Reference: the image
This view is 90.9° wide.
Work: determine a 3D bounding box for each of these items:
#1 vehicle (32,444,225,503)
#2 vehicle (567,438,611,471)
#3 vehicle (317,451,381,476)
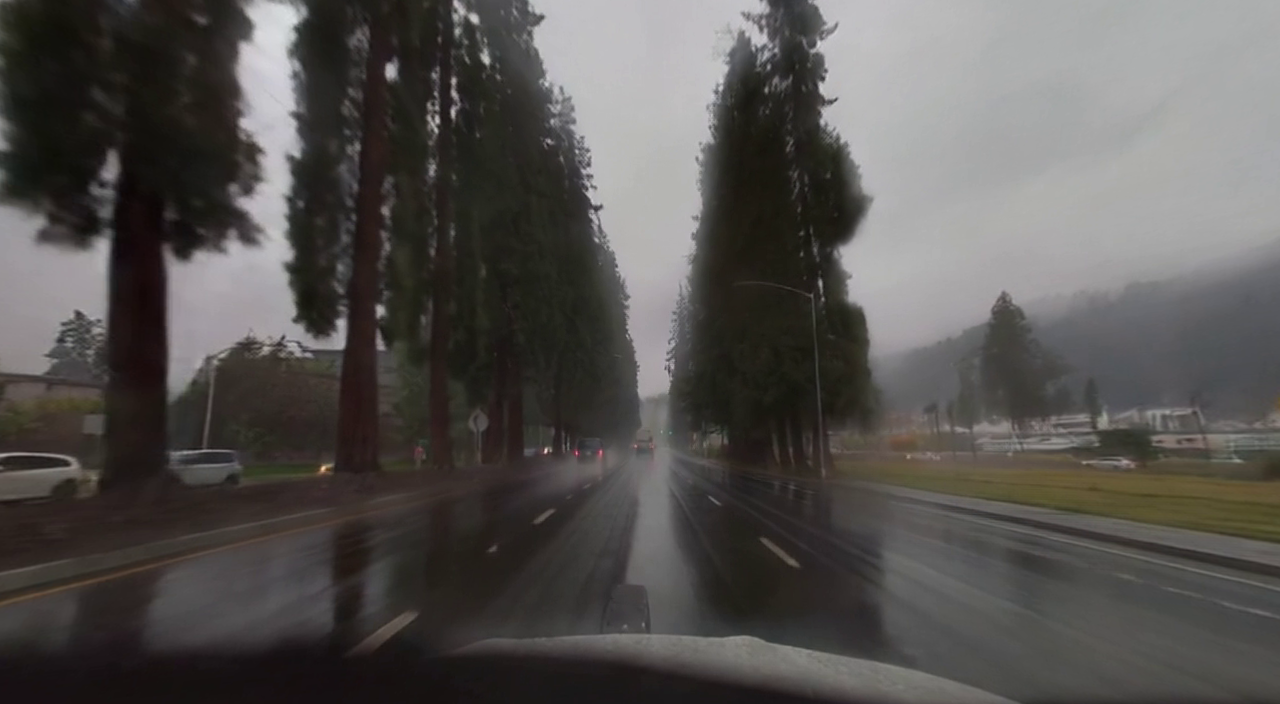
[{"bbox_3d":[-16.785,3.962,21.136,2.225,1.719,4.915,-1,-8,2],"label":"vehicle"},{"bbox_3d":[-3.157,6.466,40.029,2.255,1.940,4.822,0,-8,1],"label":"vehicle"},{"bbox_3d":[-19.226,7.347,41.873,1.874,1.470,4.679,-1,-8,2],"label":"vehicle"}]
